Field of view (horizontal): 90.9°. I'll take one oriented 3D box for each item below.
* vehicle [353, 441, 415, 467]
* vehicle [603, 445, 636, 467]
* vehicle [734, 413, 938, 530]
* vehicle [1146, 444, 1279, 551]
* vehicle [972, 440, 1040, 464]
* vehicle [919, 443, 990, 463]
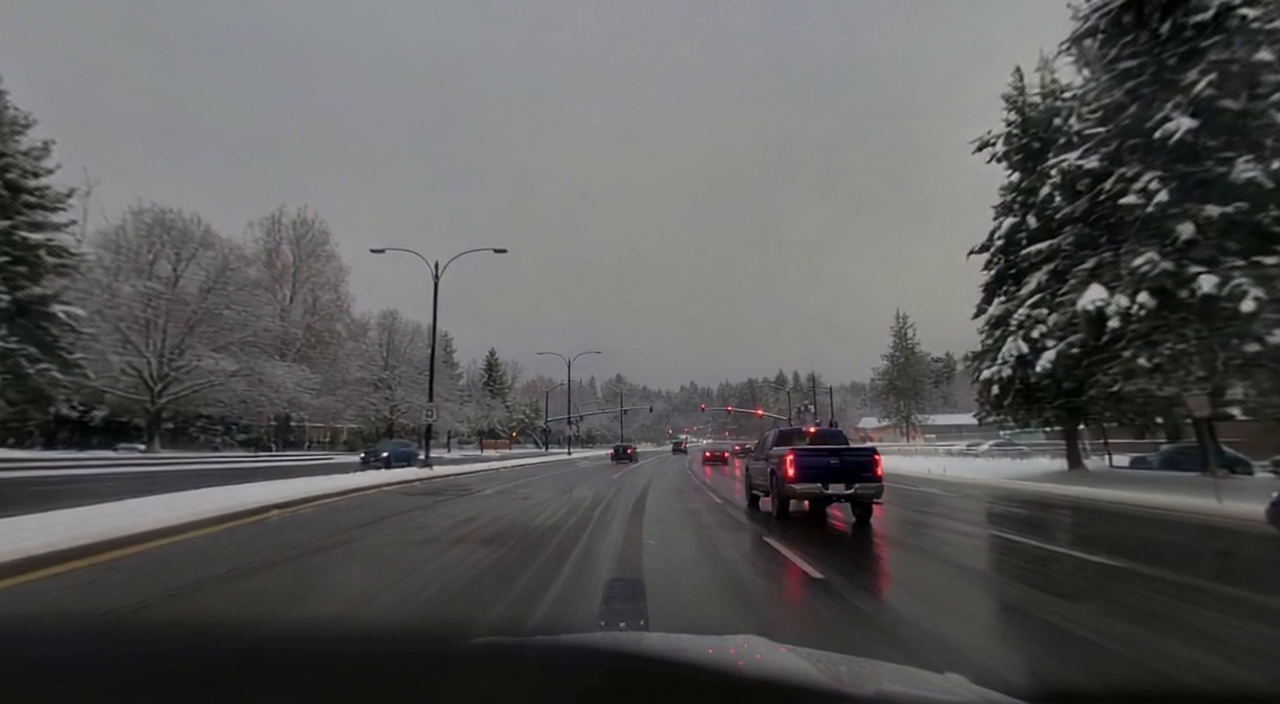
[{"bbox_3d":[-16.824,6.741,41.691,1.893,1.593,4.575,-1,-9,4],"label":"vehicle"},{"bbox_3d":[-1.474,7.654,46.636,1.958,1.542,4.175,-1,-9,5],"label":"vehicle"},{"bbox_3d":[3.463,2.285,12.678,2.333,1.777,5.713,0,-9,1],"label":"vehicle"},{"bbox_3d":[10.113,2.098,9.065,1.963,1.513,4.600,0,-9,2],"label":"vehicle"},{"bbox_3d":[25.977,7.081,44.741,3.945,1.618,1.919,3,-9,-18],"label":"vehicle"},{"bbox_3d":[24.768,7.923,49.638,4.711,1.460,2.149,2,-9,-16],"label":"vehicle"}]
